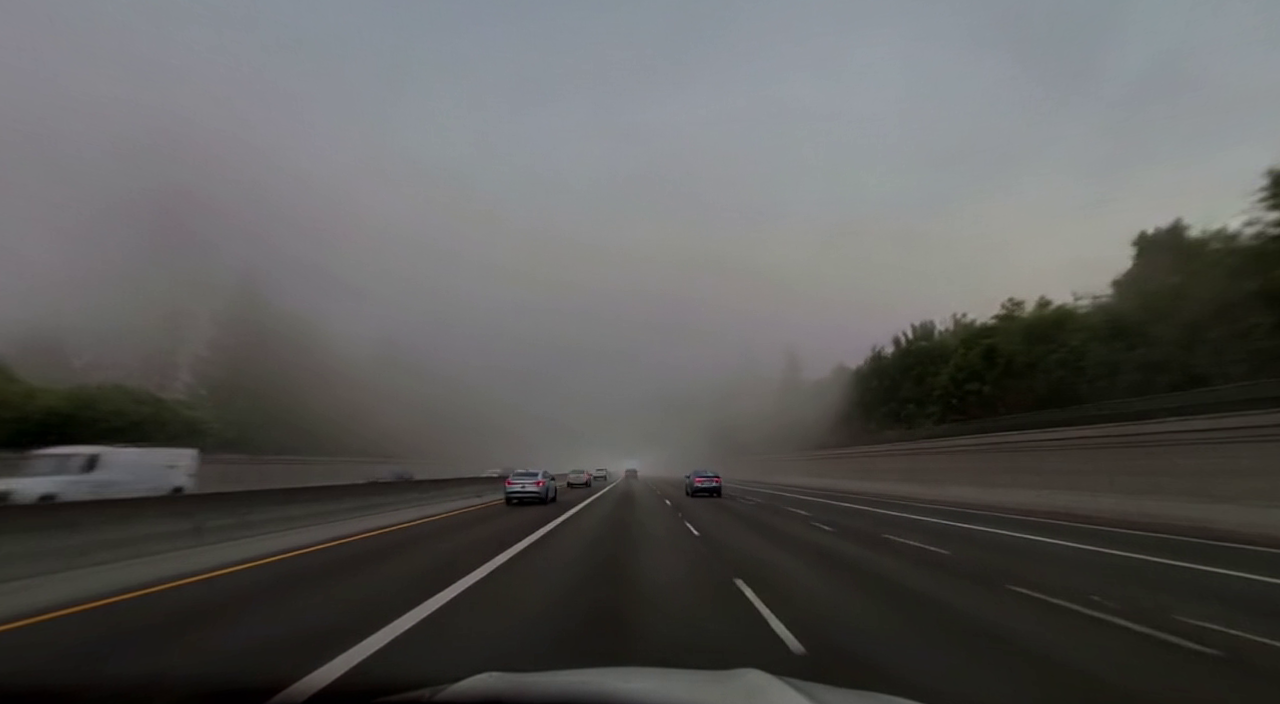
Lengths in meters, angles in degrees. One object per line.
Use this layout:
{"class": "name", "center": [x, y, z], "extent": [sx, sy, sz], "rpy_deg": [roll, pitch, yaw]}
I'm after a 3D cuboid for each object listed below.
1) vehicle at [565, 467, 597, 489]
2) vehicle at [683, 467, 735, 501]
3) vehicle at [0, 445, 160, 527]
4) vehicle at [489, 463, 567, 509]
{"class": "vehicle", "center": [-4.213, 9.057, 45.460], "extent": [2.000, 1.484, 3.995], "rpy_deg": [1, -11, -1]}
{"class": "vehicle", "center": [3.294, 6.394, 30.712], "extent": [1.981, 1.516, 4.109], "rpy_deg": [1, -11, -1]}
{"class": "vehicle", "center": [-16.660, 3.698, 17.739], "extent": [2.179, 1.970, 5.152], "rpy_deg": [1, -11, 0]}
{"class": "vehicle", "center": [-4.012, 4.916, 23.458], "extent": [2.004, 1.468, 4.812], "rpy_deg": [0, -11, 0]}
